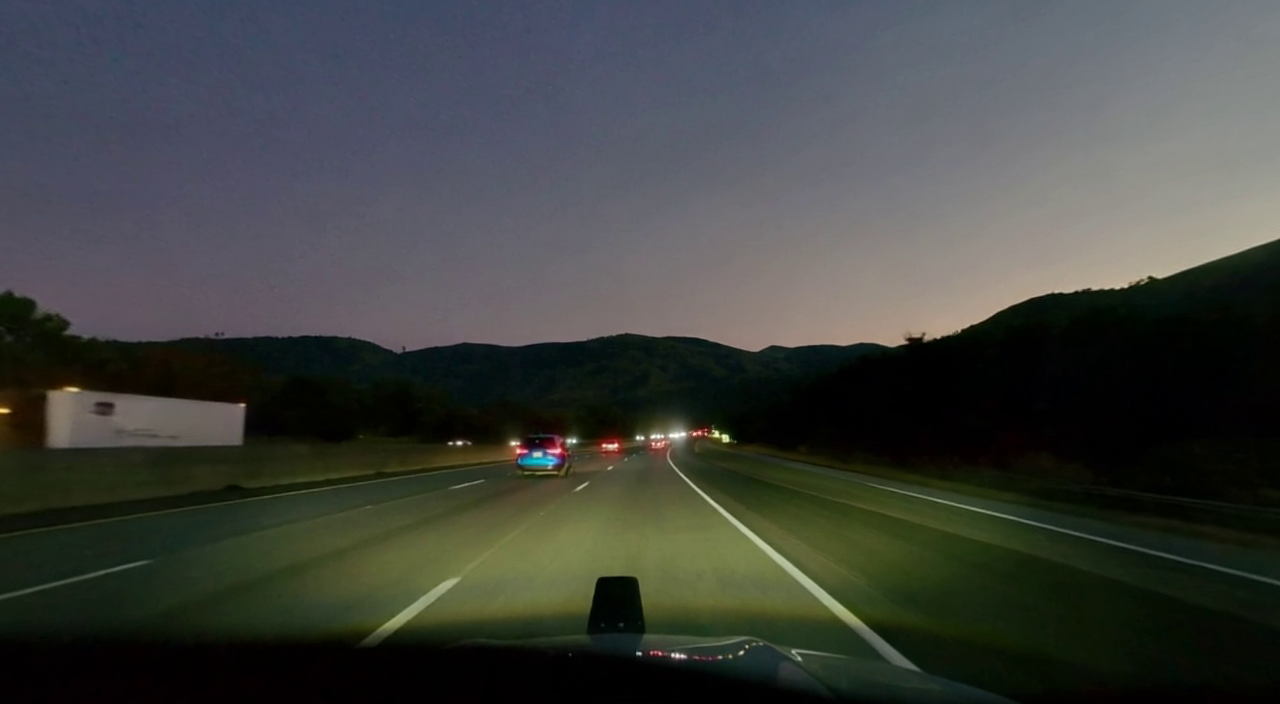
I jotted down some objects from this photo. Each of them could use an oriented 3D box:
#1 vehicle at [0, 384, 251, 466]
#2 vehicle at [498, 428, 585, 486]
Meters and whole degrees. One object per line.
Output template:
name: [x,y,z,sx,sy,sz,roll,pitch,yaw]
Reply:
vehicle: [-32.081,4.927,40.658,2.876,4.206,16.437,-1,-8,3]
vehicle: [-3.176,3.507,21.375,2.138,1.718,4.415,0,-8,2]
